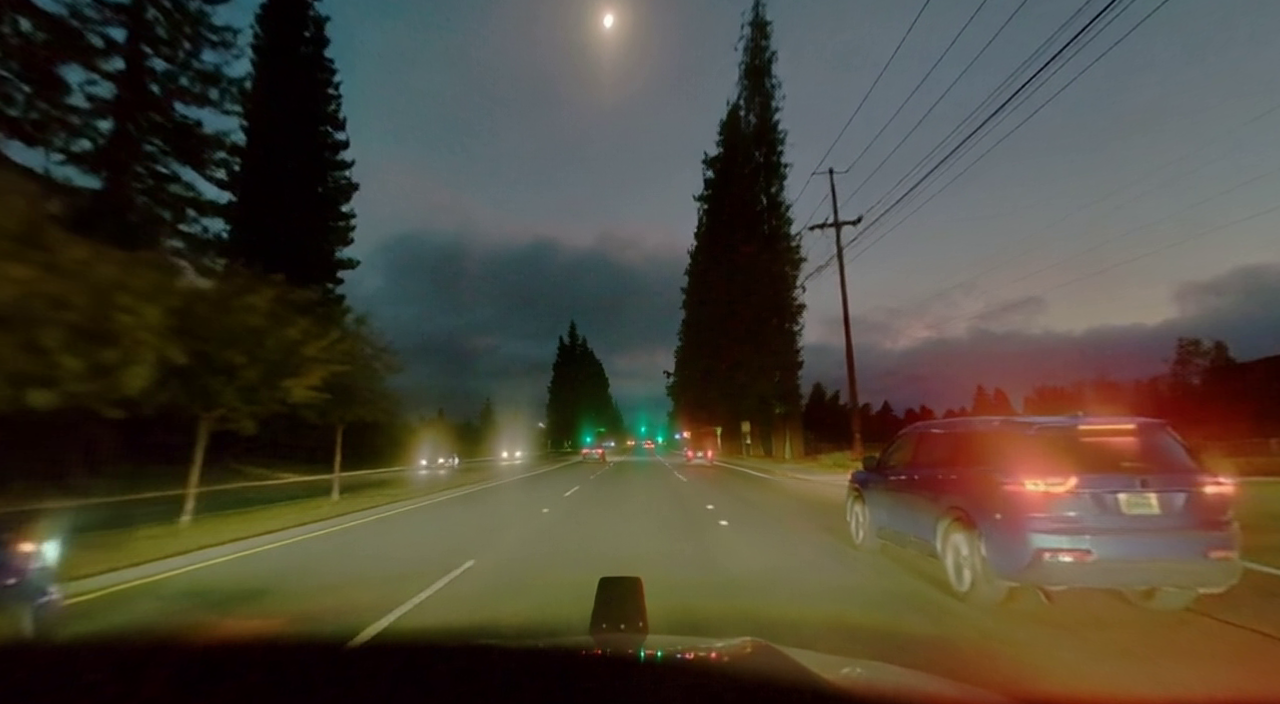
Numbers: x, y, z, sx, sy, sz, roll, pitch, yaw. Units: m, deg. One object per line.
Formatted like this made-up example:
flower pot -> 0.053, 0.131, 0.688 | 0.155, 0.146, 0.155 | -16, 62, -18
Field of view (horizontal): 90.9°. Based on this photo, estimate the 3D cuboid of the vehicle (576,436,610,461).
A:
vehicle -> -3.398, 7.104, 46.318 | 2.066, 1.725, 4.241 | 0, -8, 1

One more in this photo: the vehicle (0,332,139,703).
vehicle -> -3.733, 0.581, 0.991 | 2.104, 1.785, 4.494 | 0, -8, 1

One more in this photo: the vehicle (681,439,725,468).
vehicle -> 3.407, 5.577, 34.877 | 1.906, 1.468, 4.422 | 0, -8, 0

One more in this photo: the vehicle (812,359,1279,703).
vehicle -> 3.233, 1.226, 5.484 | 2.182, 1.744, 4.464 | 0, -8, 0
